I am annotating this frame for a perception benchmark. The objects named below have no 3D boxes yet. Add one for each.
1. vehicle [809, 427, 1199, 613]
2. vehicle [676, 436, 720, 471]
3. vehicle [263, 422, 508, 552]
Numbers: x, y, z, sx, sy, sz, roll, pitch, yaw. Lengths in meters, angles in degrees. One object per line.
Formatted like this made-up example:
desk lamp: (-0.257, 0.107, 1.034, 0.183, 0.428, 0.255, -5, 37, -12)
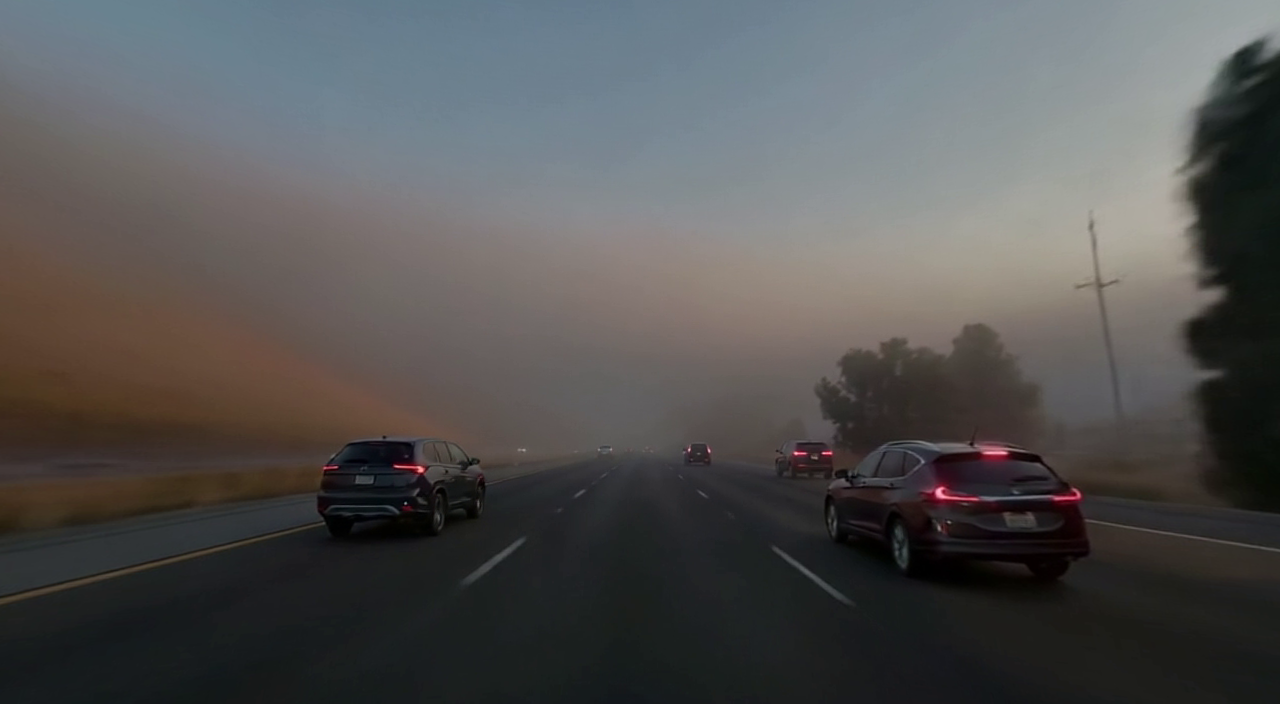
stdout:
vehicle: (3.516, 1.679, 7.288, 1.941, 1.481, 4.300, 0, -8, 0)
vehicle: (3.397, 6.083, 37.849, 2.121, 1.925, 5.056, 0, -8, 0)
vehicle: (-3.799, 2.095, 10.496, 2.166, 1.672, 4.388, 0, -8, 1)
